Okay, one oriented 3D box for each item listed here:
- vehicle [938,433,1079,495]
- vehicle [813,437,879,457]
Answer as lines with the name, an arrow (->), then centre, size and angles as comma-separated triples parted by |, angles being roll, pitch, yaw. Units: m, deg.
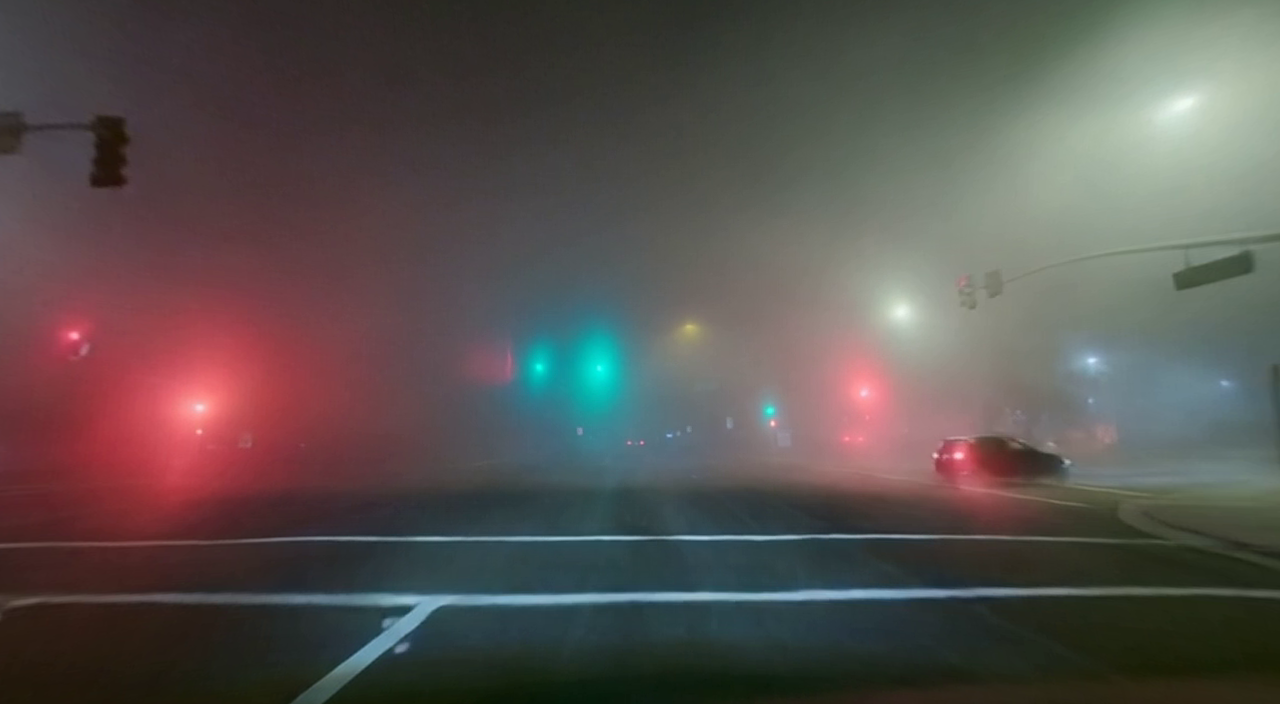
vehicle -> 10.610, 3.149, 18.036 | 4.595, 1.503, 2.289 | 10, -12, -44
vehicle -> 16.034, 7.412, 49.308 | 4.483, 1.452, 1.924 | 0, -8, -1
